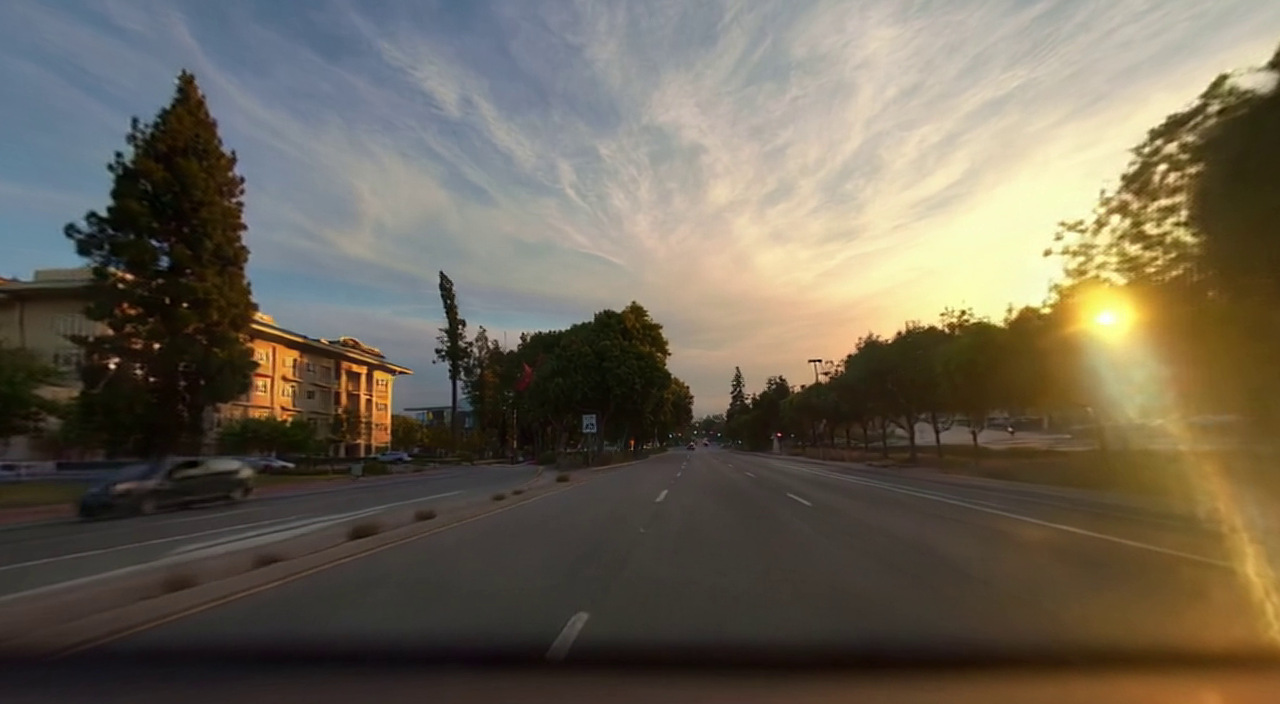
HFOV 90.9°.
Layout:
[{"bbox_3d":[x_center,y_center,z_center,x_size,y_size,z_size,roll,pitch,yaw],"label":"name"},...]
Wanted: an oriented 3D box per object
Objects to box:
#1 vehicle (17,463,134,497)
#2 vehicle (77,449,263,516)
[{"bbox_3d":[-26.693,6.043,29.871,4.072,1.439,1.663,-1,-8,5],"label":"vehicle"},{"bbox_3d":[-14.163,3.895,19.430,1.915,1.721,4.402,-2,-8,9],"label":"vehicle"}]
